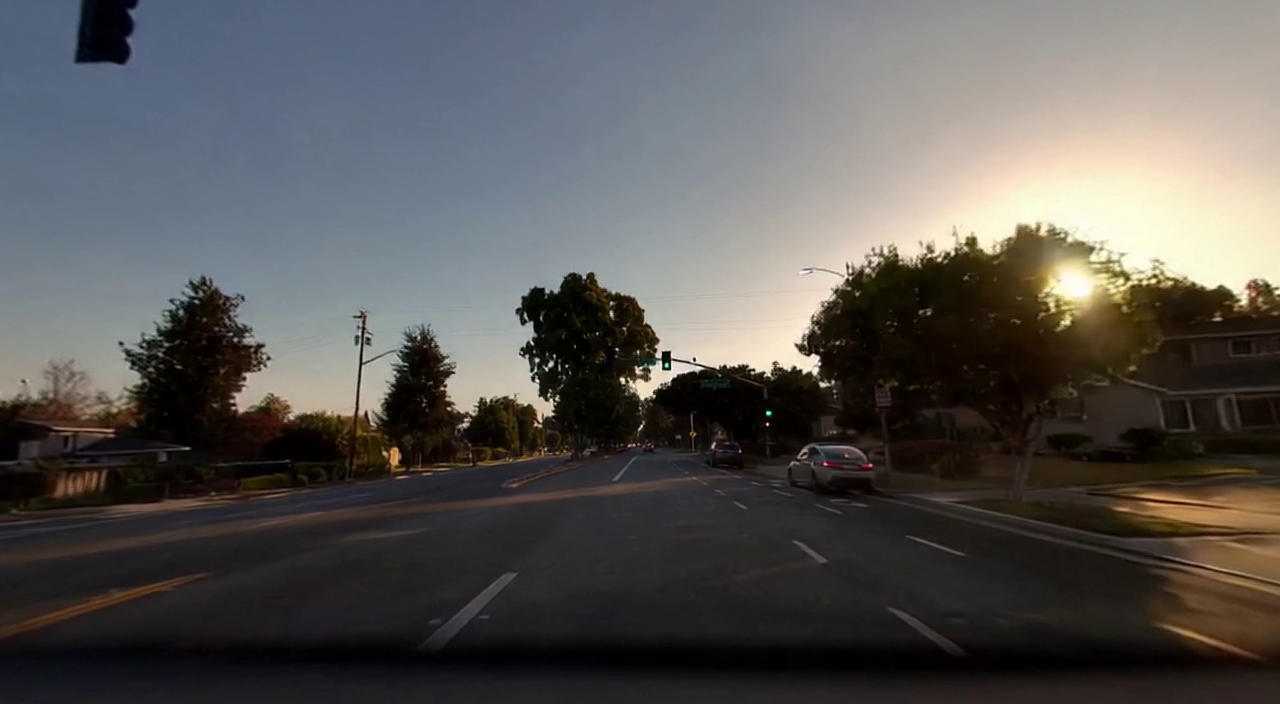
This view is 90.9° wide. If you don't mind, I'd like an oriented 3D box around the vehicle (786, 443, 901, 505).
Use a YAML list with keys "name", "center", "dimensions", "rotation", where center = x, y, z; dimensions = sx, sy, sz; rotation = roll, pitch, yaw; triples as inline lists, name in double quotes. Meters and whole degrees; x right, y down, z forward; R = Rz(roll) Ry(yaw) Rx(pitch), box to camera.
- name: "vehicle"
  center: [5.708, 3.447, 18.369]
  dimensions: [1.855, 1.520, 4.808]
  rotation: [0, -9, 2]

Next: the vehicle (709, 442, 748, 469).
- name: "vehicle"
  center: [6.006, 7.076, 43.258]
  dimensions: [2.026, 1.754, 4.565]
  rotation: [0, -9, 0]

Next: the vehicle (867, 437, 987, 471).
- name: "vehicle"
  center: [12.825, 4.560, 28.336]
  dimensions: [4.461, 1.461, 1.805]
  rotation: [0, -9, -1]
